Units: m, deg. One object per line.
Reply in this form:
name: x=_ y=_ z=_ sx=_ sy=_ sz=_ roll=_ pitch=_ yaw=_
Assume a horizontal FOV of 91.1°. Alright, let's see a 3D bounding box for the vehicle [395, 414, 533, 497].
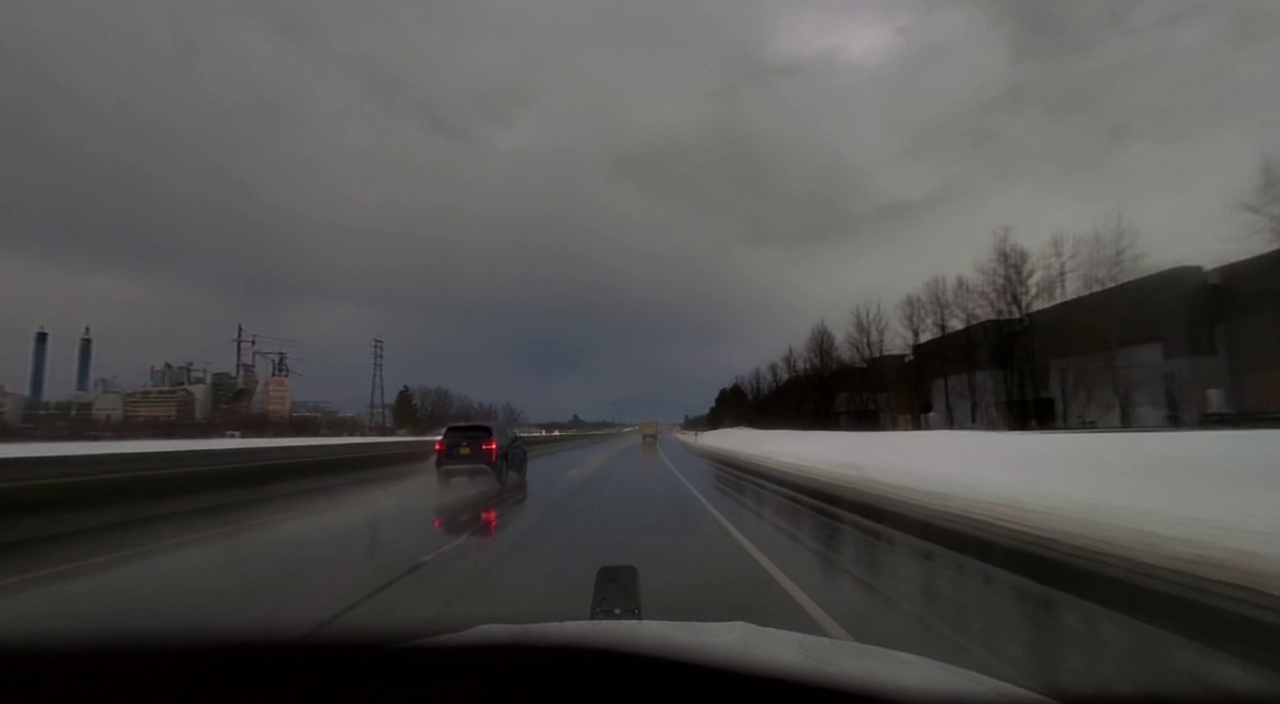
vehicle: x=-3.953 y=2.397 z=14.992 sx=2.018 sy=1.678 sz=4.312 roll=0 pitch=-8 yaw=0
